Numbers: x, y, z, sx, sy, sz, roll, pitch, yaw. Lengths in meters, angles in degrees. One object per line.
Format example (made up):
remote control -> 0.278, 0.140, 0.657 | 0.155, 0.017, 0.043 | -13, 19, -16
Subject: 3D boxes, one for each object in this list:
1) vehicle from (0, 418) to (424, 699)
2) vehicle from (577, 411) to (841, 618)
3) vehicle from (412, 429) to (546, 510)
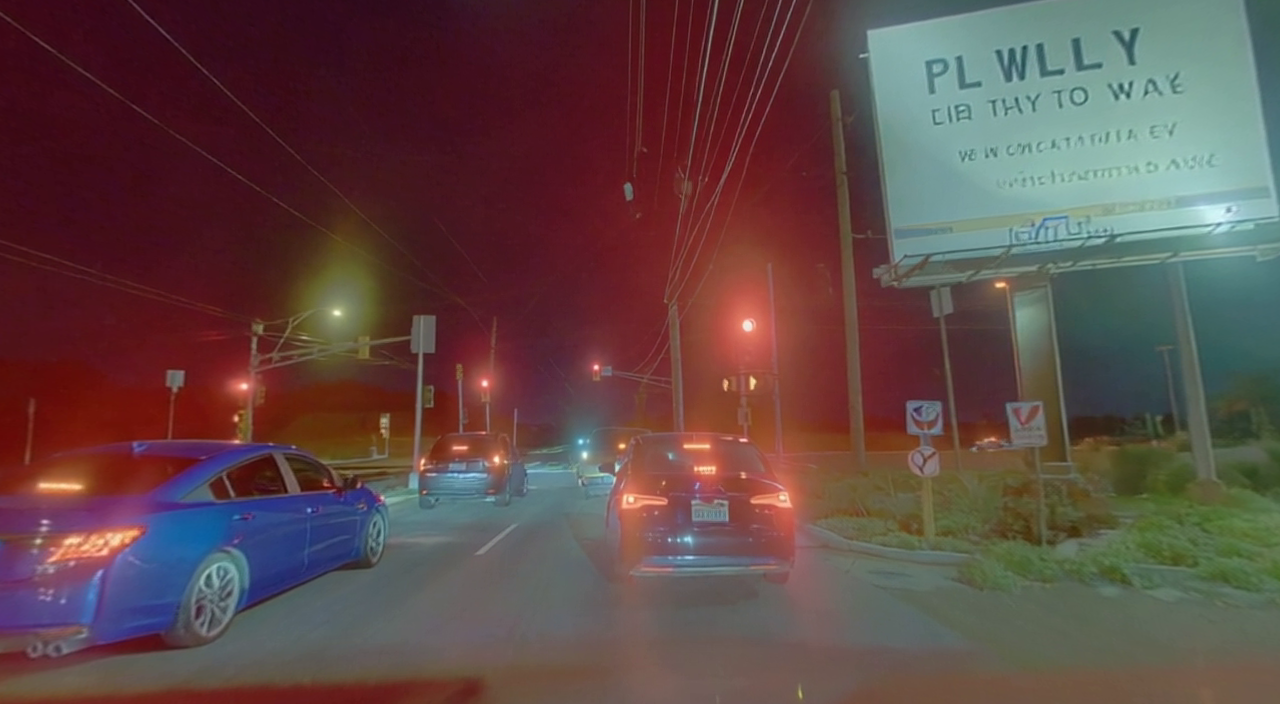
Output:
vehicle -> -3.704, 1.434, 5.685 | 1.956, 1.468, 4.585 | 0, -9, -1
vehicle -> 0.421, 1.520, 6.812 | 1.998, 1.529, 3.960 | 0, -9, -3
vehicle -> -3.332, 2.515, 13.981 | 1.984, 1.505, 4.047 | 0, -9, -2
